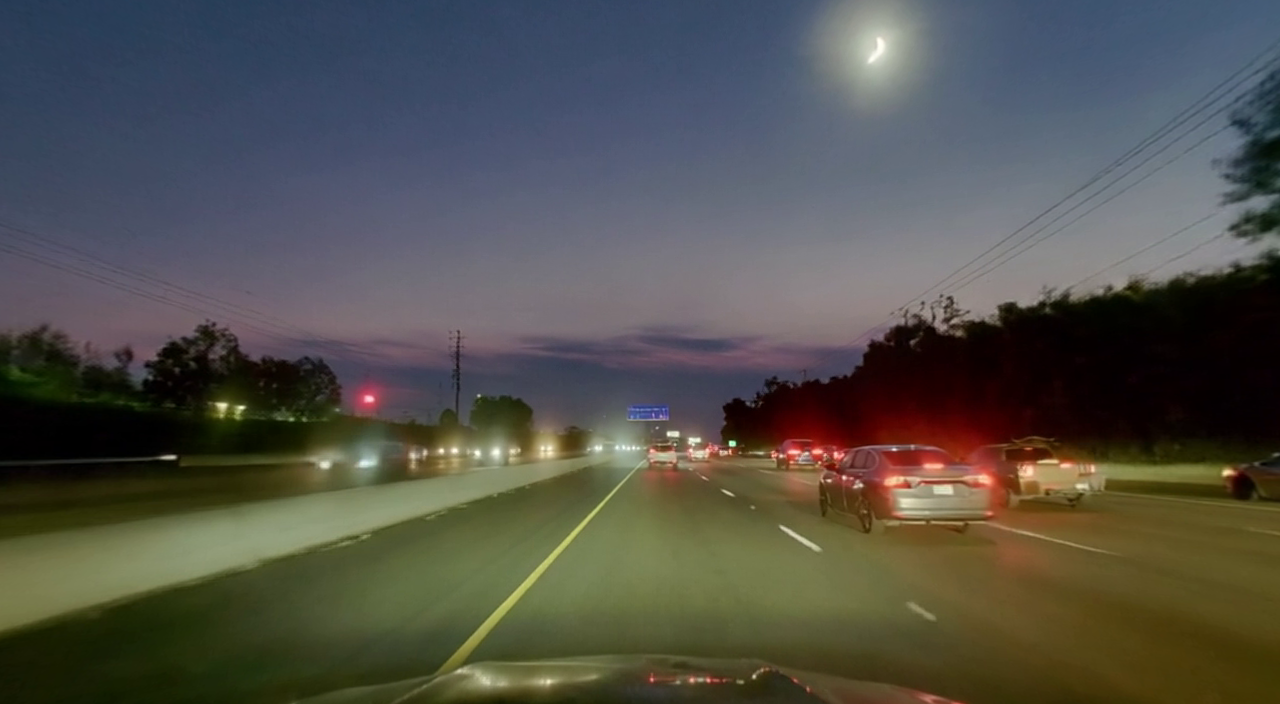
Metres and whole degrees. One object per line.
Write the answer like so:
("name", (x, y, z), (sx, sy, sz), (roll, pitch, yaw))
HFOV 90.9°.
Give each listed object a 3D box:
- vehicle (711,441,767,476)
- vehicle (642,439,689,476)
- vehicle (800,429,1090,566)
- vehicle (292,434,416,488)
("vehicle", (4.440, 4.839, 28.853), (1.936, 1.465, 4.060), (0, -8, 1))
("vehicle", (1.148, 4.859, 29.229), (2.042, 1.581, 3.769), (0, -8, 2))
("vehicle", (3.913, 1.919, 9.172), (1.986, 1.478, 4.429), (0, -8, 0))
("vehicle", (-9.655, 3.687, 21.756), (2.035, 1.654, 4.342), (-1, -8, 3))
